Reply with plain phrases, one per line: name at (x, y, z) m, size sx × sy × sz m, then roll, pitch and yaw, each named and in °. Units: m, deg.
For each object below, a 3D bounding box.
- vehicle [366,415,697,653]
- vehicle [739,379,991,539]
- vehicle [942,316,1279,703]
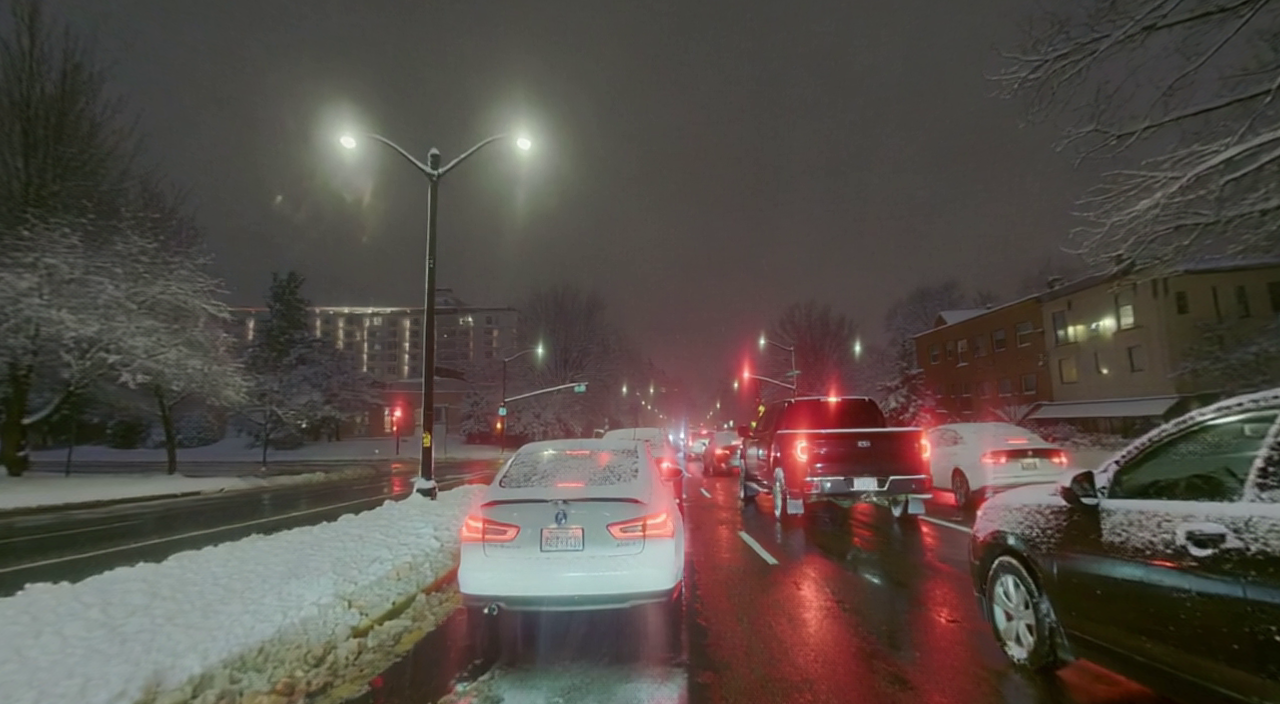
vehicle at (-0.653, 1.508, 6.313) m, size 2.172 × 1.536 × 4.250 m, roll 0°, pitch -9°, yaw 2°
vehicle at (3.546, 1.896, 11.627) m, size 2.497 × 2.186 × 5.890 m, roll 0°, pitch -9°, yaw 0°
vehicle at (3.156, 0.747, 2.064) m, size 2.024 × 1.723 × 4.714 m, roll 0°, pitch -9°, yaw 1°
